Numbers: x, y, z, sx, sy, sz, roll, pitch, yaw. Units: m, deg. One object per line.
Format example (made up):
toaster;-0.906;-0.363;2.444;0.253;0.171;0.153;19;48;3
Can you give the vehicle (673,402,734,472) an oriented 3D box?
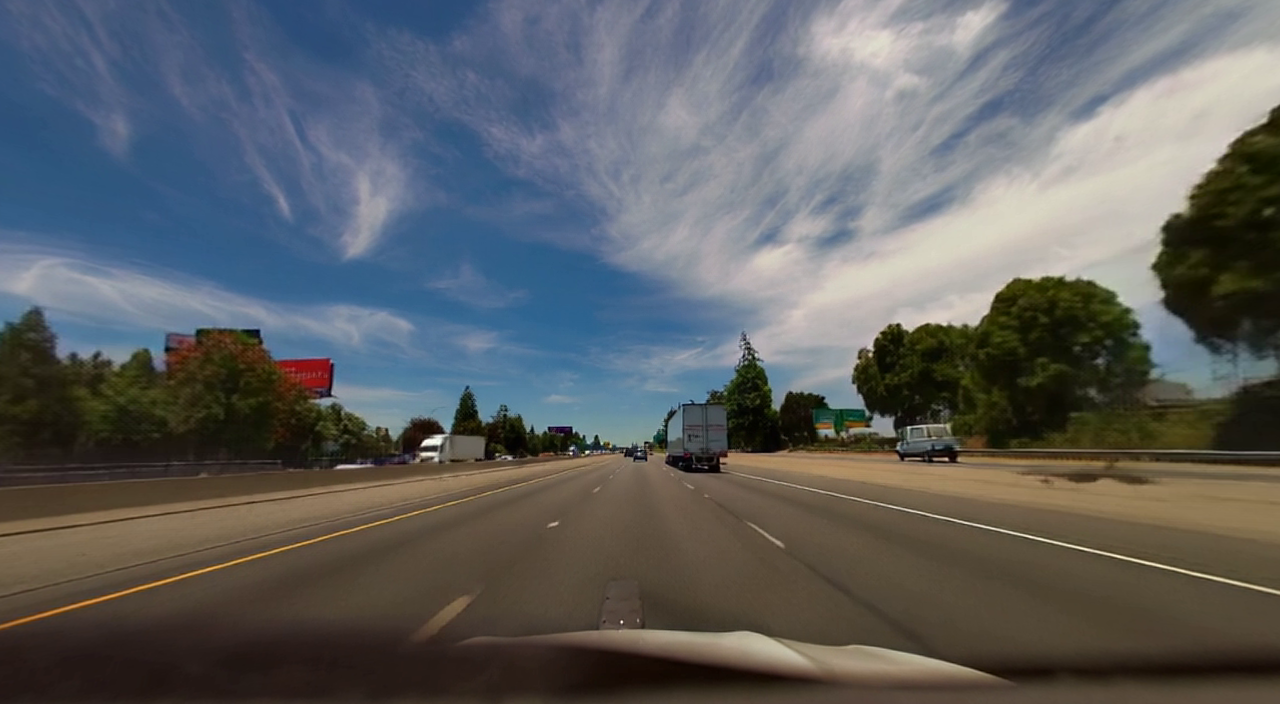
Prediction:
vehicle;4.265;6.234;45.424;3.058;4.312;12.251;0;-9;0
